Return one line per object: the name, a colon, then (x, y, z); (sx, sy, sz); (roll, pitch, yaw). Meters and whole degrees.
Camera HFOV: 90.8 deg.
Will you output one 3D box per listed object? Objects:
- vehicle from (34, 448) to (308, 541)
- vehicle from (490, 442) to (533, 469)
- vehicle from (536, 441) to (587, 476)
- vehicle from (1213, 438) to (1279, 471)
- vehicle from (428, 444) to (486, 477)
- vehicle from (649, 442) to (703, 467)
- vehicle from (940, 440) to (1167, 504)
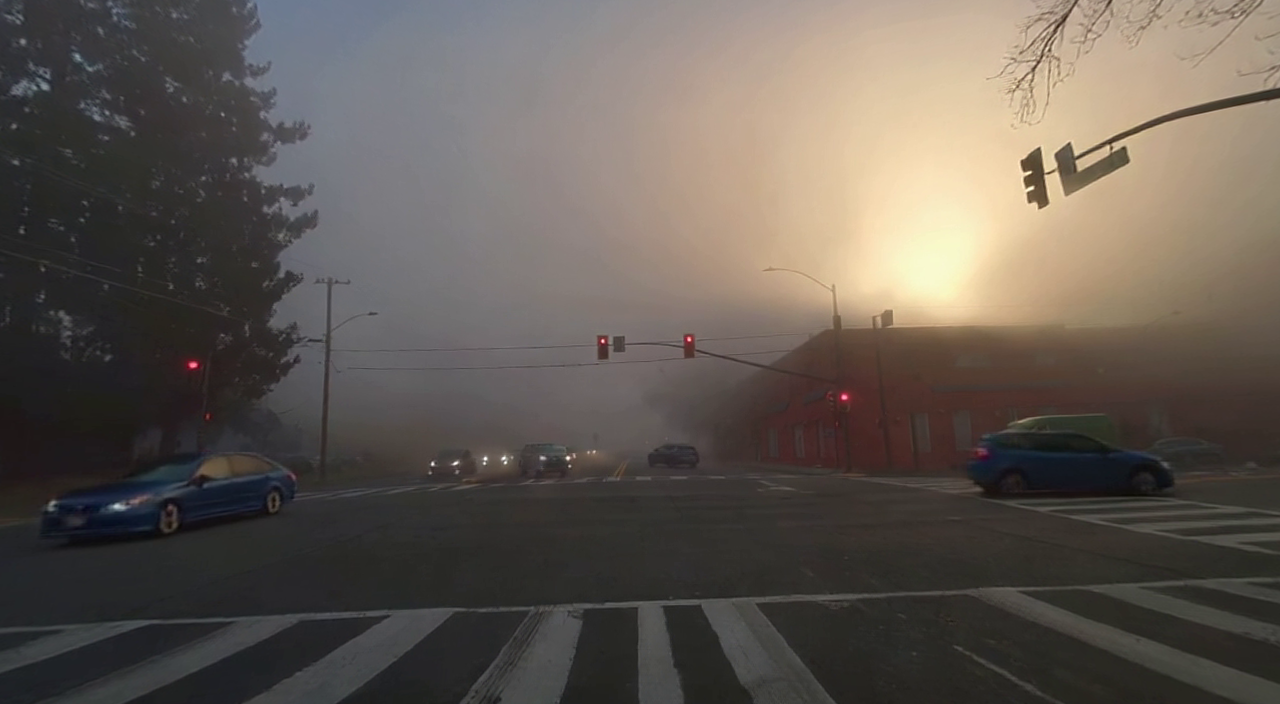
vehicle: (-8.727, 2.633, 12.423); (2.024, 1.460, 4.381); (0, -9, 0)
vehicle: (-8.662, 7.006, 43.105); (2.087, 1.718, 4.700); (0, -9, -2)
vehicle: (-3.694, 4.872, 29.078); (1.935, 1.464, 4.562); (2, -9, -12)
vehicle: (33.960, 5.595, 34.582); (4.537, 1.665, 2.049); (4, -9, -24)
vehicle: (-8.777, 5.218, 30.676); (1.779, 1.460, 4.463); (0, -9, -4)
vehicle: (2.177, 6.478, 39.987); (1.919, 1.453, 4.828); (2, -9, -16)
vehicle: (9.984, 2.917, 15.643); (4.228, 1.416, 1.846); (-2, -9, 11)
